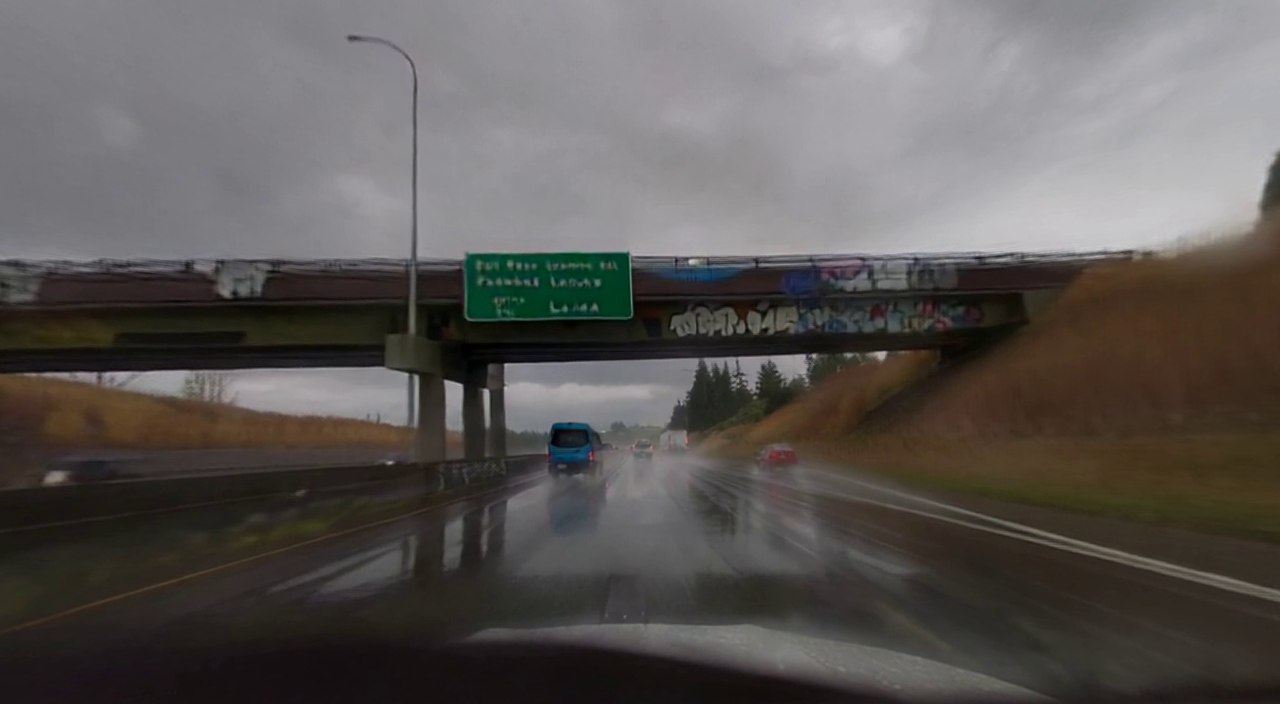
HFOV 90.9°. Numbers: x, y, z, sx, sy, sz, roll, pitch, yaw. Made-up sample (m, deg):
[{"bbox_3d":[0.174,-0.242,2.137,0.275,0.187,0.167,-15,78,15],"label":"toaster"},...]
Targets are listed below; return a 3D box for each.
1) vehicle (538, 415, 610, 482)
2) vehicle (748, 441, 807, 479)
[{"bbox_3d":[-2.751,4.289,27.917,2.451,2.627,5.868,0,-9,1],"label":"vehicle"},{"bbox_3d":[6.428,5.102,29.947,1.936,1.664,4.198,0,-9,1],"label":"vehicle"}]
